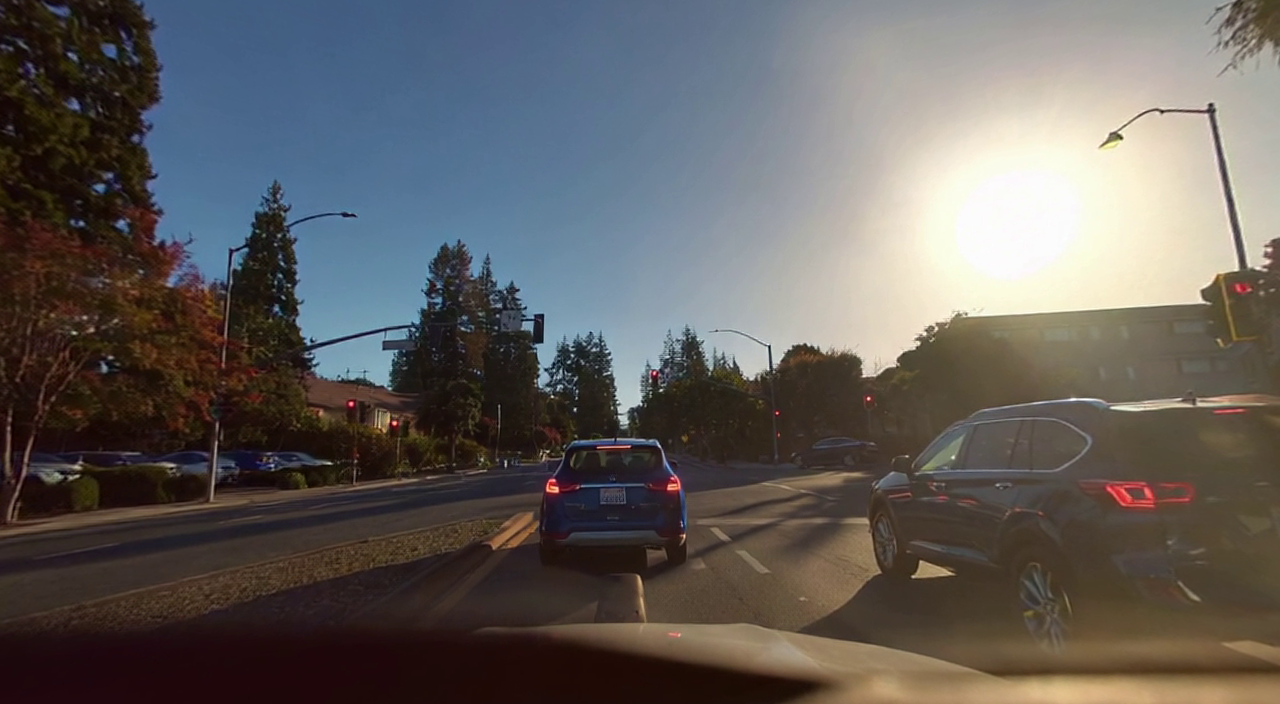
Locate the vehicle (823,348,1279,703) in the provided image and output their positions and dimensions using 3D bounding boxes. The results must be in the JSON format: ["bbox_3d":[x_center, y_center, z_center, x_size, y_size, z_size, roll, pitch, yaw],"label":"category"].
[{"bbox_3d":[3.188,1.179,5.175,2.046,1.768,4.370,0,-9,0],"label":"vehicle"}]

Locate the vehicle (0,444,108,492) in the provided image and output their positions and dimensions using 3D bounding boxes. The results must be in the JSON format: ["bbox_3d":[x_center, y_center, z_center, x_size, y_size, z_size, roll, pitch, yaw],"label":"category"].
[{"bbox_3d":[-28.494,5.365,29.488,5.119,2.119,2.199,5,-10,-31],"label":"vehicle"}]

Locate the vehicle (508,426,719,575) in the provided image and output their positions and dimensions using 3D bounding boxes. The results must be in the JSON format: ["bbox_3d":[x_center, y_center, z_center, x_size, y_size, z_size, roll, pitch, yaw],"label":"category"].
[{"bbox_3d":[-0.331,1.893,8.952,2.177,1.512,4.682,0,-9,-1],"label":"vehicle"}]

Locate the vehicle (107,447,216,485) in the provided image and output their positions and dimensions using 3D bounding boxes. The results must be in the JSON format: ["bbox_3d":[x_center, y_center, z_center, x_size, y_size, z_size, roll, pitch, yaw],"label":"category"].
[{"bbox_3d":[-28.609,6.824,38.031,4.943,2.110,2.217,5,-10,-32],"label":"vehicle"}]
